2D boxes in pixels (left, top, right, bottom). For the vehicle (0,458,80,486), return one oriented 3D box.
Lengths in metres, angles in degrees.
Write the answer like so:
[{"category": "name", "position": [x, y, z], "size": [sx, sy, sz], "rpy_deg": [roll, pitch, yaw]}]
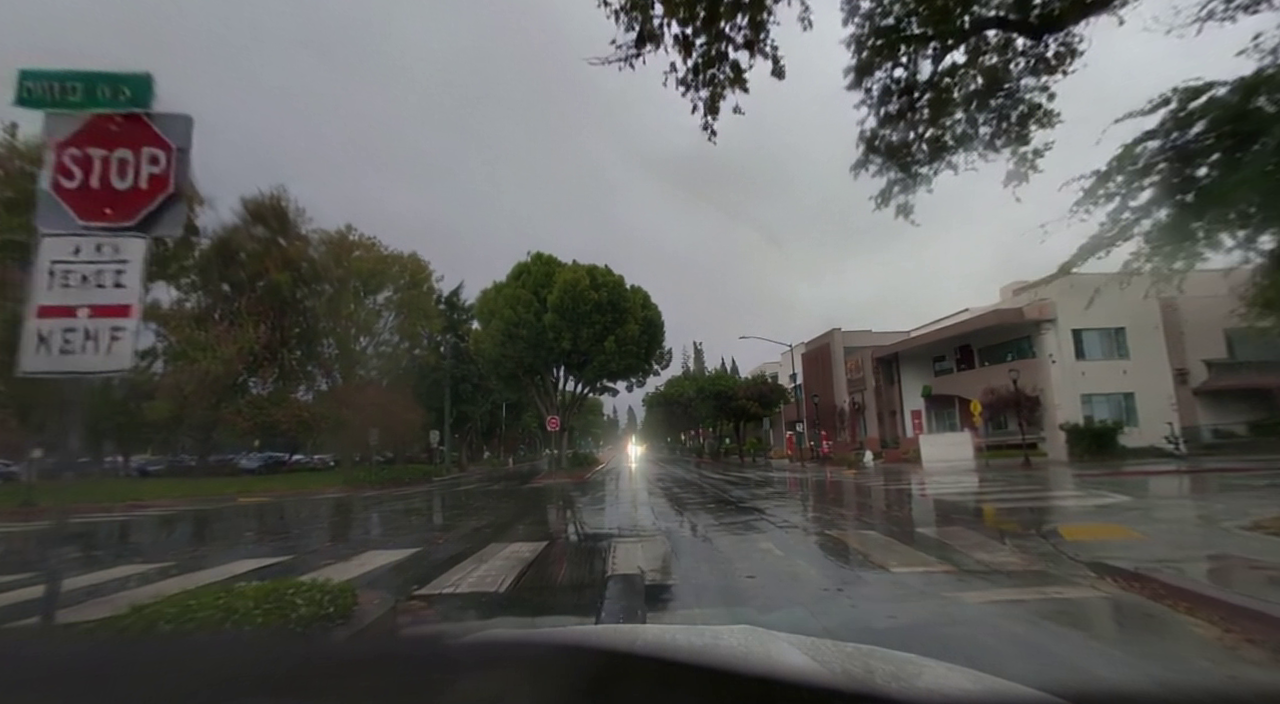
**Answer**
[{"category": "vehicle", "position": [-36.977, 7.261, 38.487], "size": [1.871, 1.523, 4.028], "rpy_deg": [0, -9, 2]}]
